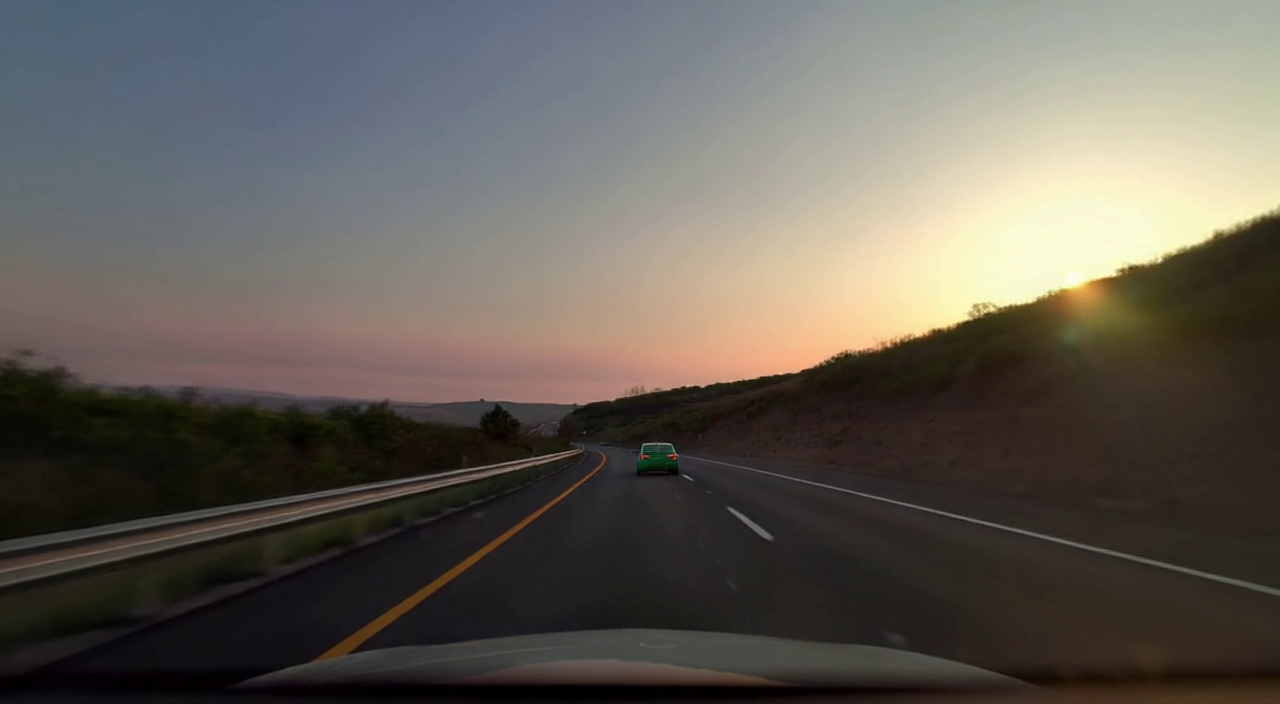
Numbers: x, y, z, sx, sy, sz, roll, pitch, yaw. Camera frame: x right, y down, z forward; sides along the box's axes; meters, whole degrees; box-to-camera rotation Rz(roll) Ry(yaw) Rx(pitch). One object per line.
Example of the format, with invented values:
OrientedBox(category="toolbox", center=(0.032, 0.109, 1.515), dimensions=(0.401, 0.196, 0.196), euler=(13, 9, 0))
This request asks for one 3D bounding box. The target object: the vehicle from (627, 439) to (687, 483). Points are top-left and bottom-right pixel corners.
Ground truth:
OrientedBox(category="vehicle", center=(0.529, 4.034, 23.606), dimensions=(2.029, 1.474, 4.183), euler=(0, -8, -2))
